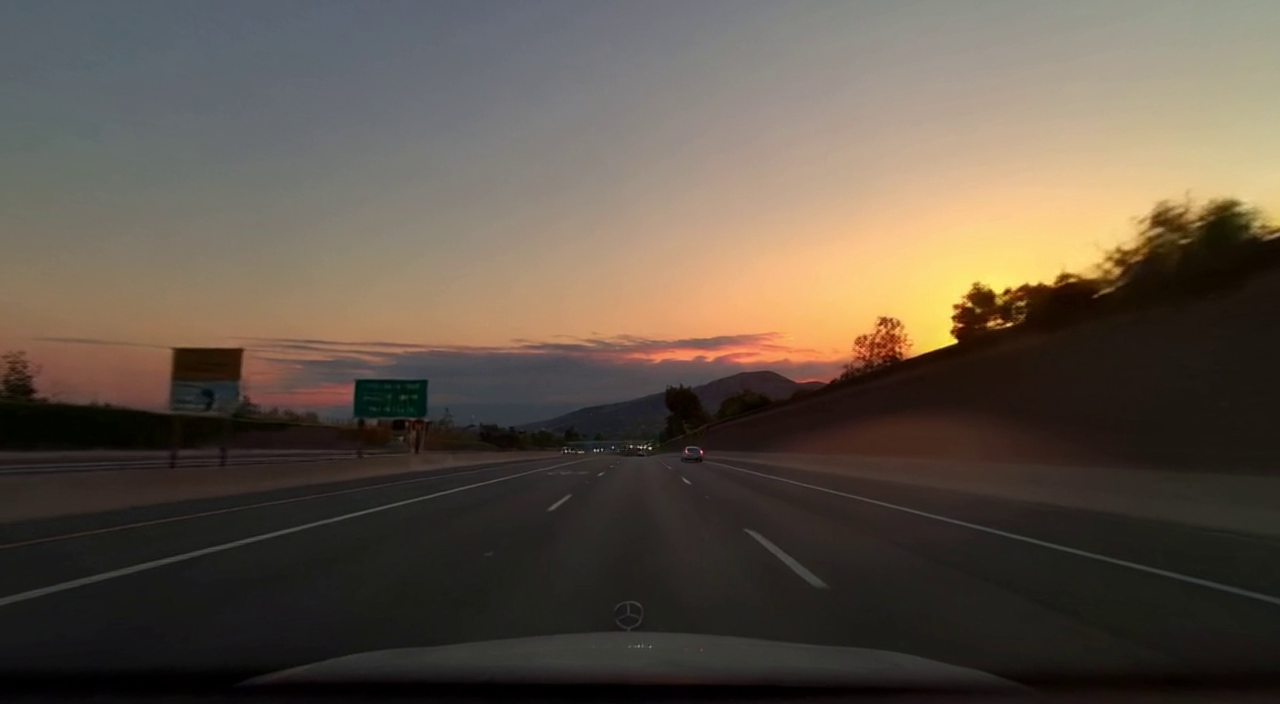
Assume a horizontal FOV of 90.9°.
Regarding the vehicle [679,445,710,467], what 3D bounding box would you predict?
[{"bbox_3d":[4.040,7.754,47.326,2.003,1.520,4.058,0,-8,0],"label":"vehicle"}]
